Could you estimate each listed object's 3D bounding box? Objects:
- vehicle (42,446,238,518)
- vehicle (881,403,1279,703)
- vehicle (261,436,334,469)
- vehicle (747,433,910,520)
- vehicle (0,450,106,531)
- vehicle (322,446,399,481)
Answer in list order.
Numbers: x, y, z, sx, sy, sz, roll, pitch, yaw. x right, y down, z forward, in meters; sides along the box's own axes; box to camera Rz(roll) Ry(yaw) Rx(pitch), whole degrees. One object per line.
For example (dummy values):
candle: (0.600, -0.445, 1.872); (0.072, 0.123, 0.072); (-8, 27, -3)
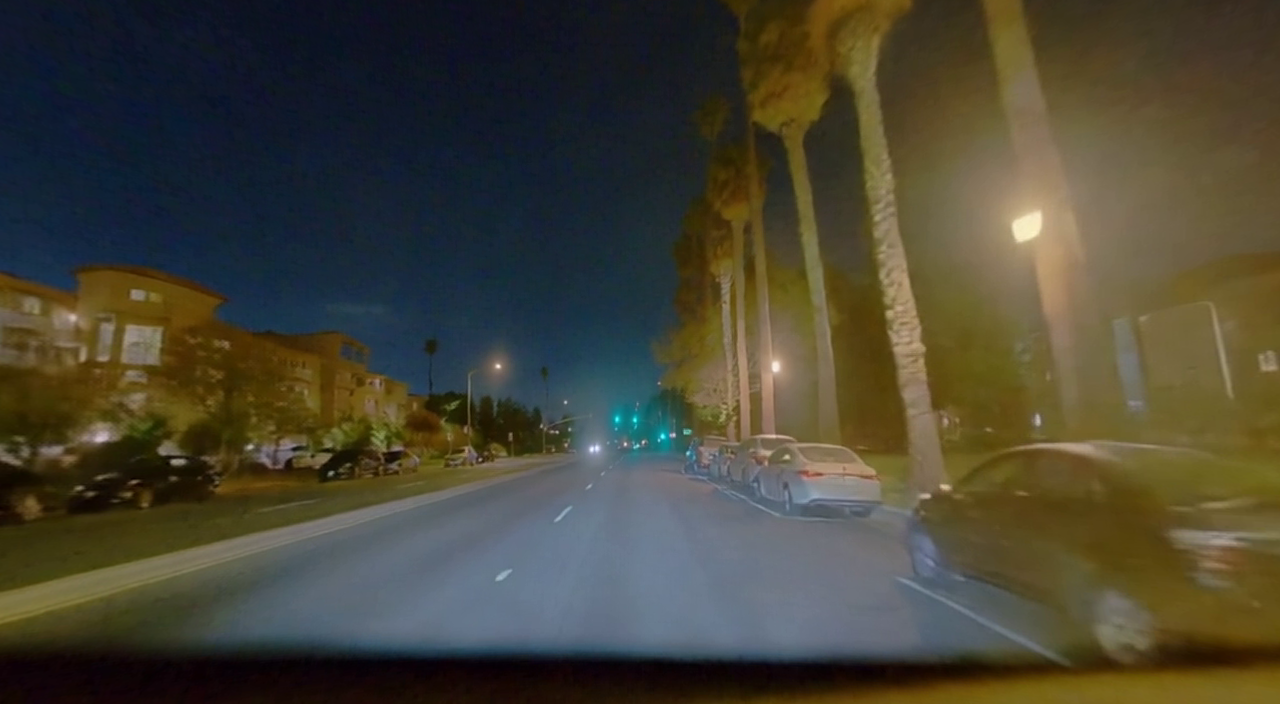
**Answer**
vehicle: (-13.627, 3.511, 17.668); (1.876, 1.610, 4.467); (-1, -7, -1)
vehicle: (3.619, 1.234, 4.452); (2.083, 1.449, 4.578); (0, -9, 1)
vehicle: (-20.948, 6.157, 38.885); (1.957, 1.871, 4.515); (0, -9, 0)
vehicle: (3.646, 2.500, 13.238); (1.888, 1.480, 4.653); (0, -9, -1)
vehicle: (-13.460, 2.781, 12.479); (1.899, 1.474, 4.529); (-1, -7, -1)
vehicle: (-13.801, 5.517, 31.504); (1.970, 1.525, 4.420); (0, -8, -2)
